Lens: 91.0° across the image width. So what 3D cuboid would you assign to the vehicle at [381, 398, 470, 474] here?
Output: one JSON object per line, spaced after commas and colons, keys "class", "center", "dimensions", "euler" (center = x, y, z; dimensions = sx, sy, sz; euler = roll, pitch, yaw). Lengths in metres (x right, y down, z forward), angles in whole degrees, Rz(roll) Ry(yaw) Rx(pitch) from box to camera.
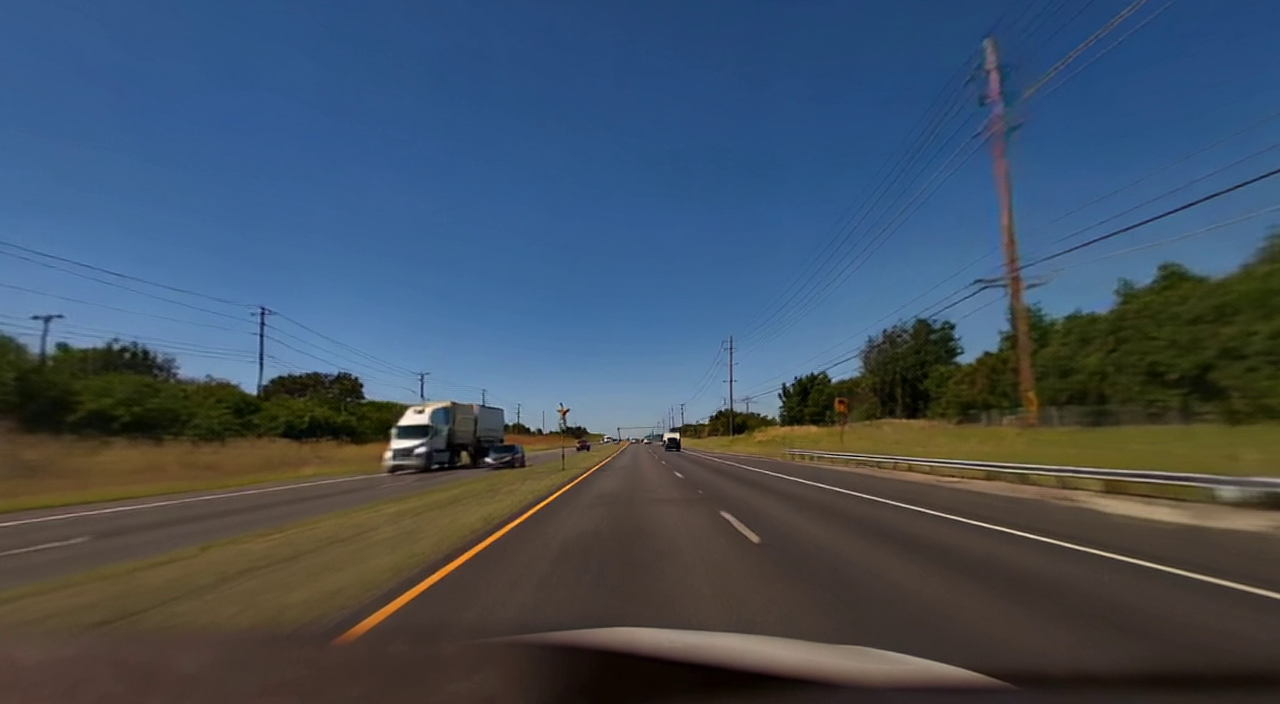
{"class": "vehicle", "center": [-12.138, 4.865, 36.315], "dimensions": [3.013, 3.970, 5.892], "euler": [-1, -8, 0]}
